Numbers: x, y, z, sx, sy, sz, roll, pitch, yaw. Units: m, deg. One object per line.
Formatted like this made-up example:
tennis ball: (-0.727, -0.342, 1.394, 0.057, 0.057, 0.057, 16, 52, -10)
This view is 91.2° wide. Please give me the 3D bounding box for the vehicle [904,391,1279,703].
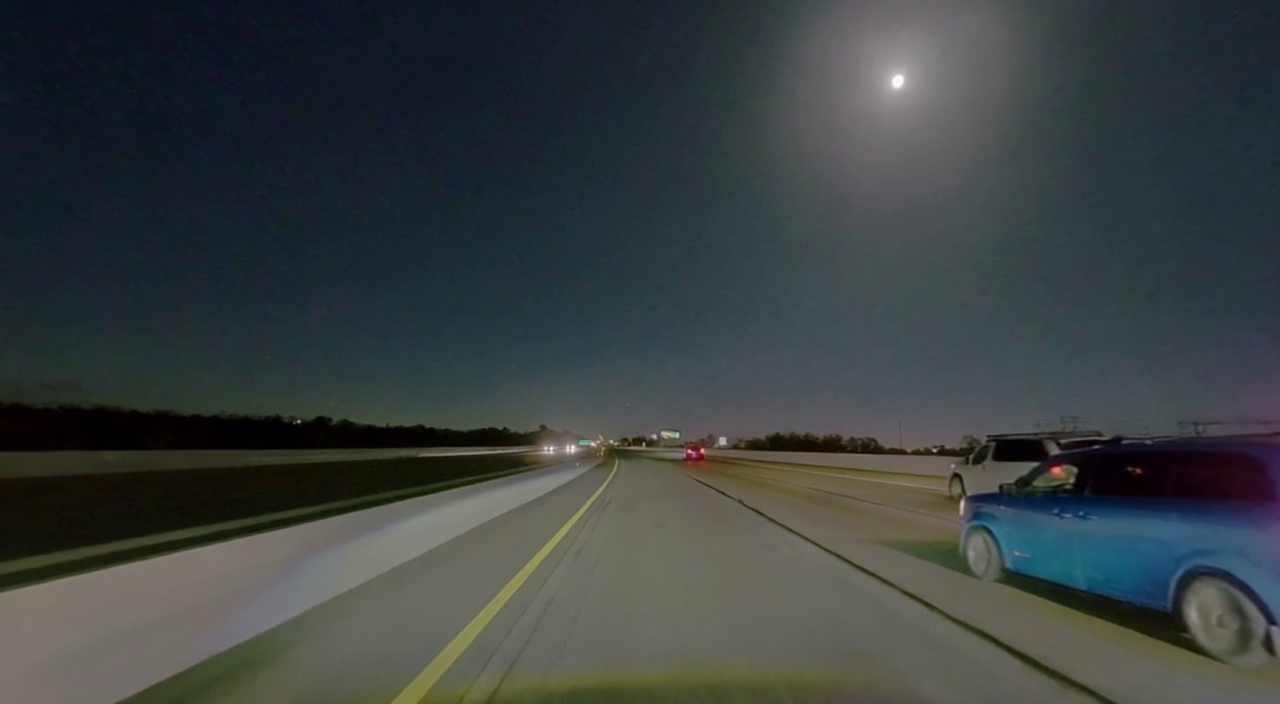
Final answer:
vehicle: (3.647, 1.186, 4.025, 2.002, 1.604, 4.265, -1, -9, 0)
